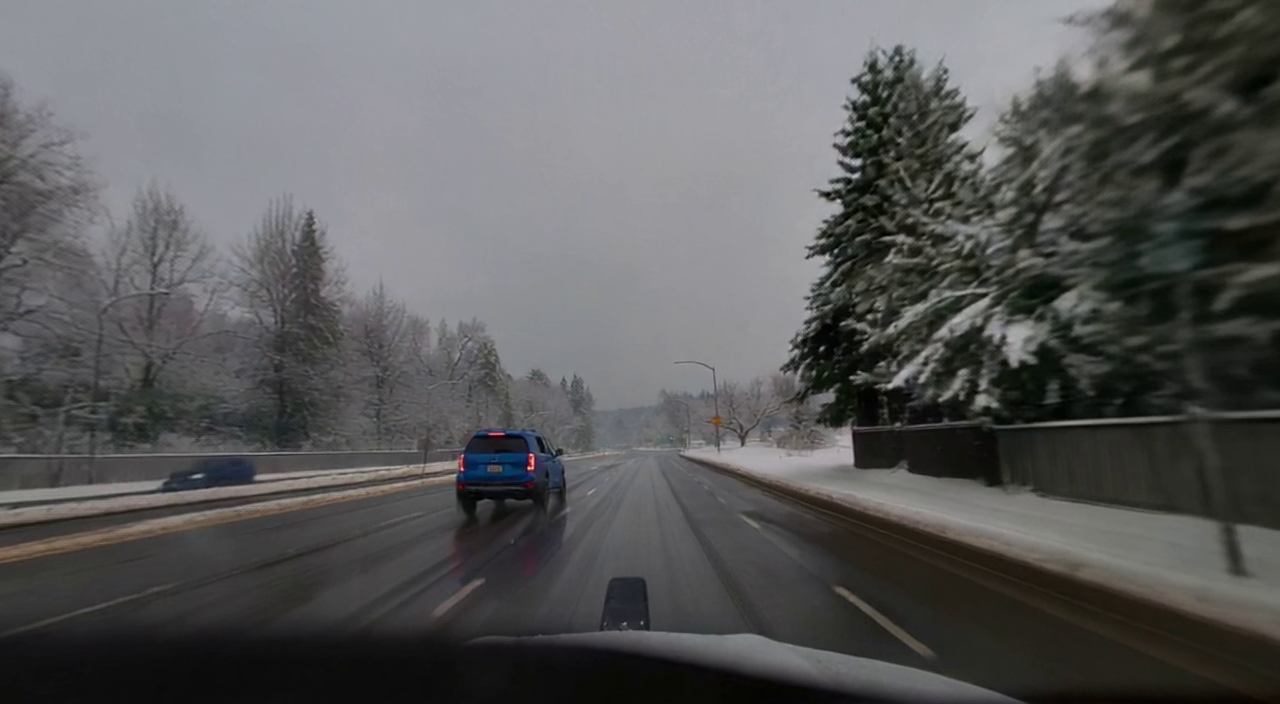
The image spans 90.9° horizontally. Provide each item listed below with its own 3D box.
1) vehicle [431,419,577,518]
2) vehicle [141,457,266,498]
[{"bbox_3d":[-2.837,2.575,14.486,2.160,1.855,4.695,0,-8,2],"label":"vehicle"},{"bbox_3d":[-18.776,5.395,27.456,1.978,1.541,4.664,0,-9,2],"label":"vehicle"}]
